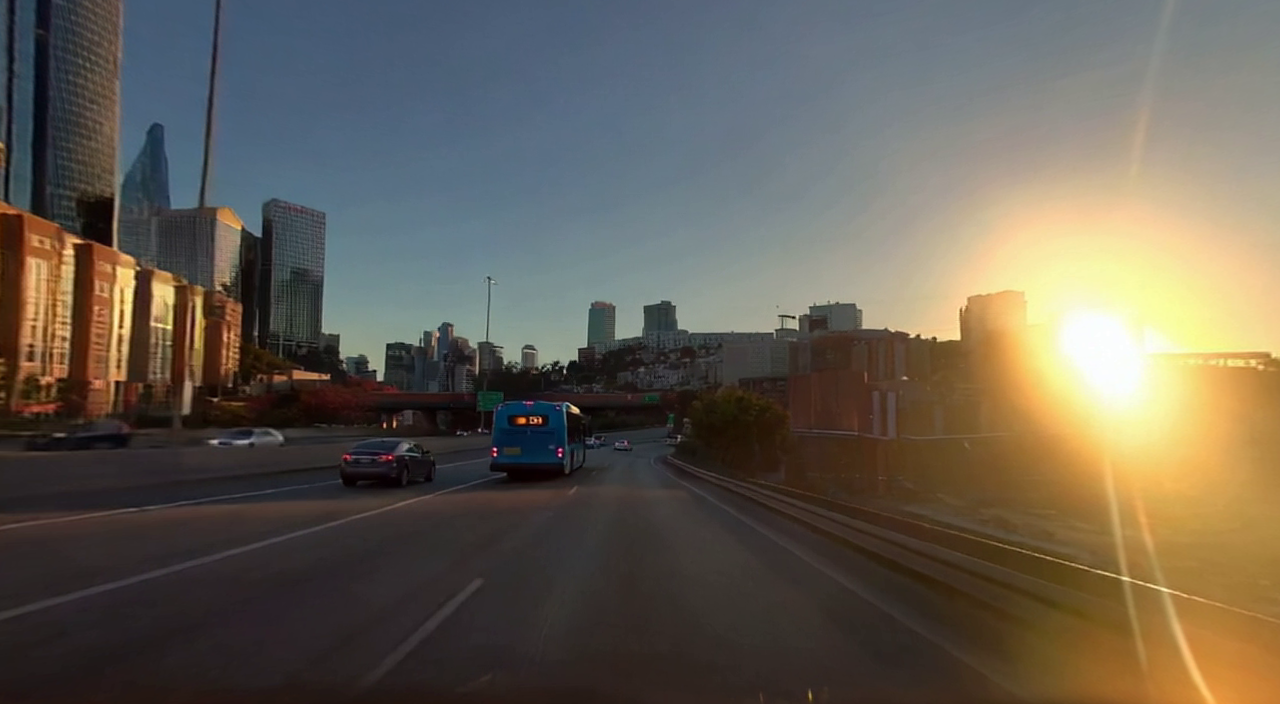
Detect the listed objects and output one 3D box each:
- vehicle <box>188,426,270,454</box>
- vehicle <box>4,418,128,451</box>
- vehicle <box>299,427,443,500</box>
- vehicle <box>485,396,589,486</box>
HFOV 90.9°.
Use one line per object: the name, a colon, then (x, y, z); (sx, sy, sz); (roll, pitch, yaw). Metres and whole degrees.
vehicle: (-24.463, 5.281, 37.701); (1.843, 1.533, 4.083); (-1, -9, 6)
vehicle: (-31.979, 4.676, 35.357); (1.840, 1.662, 5.052); (-1, -9, 6)
vehicle: (-7.099, 2.996, 17.262); (1.993, 1.690, 4.450); (0, -9, -1)
vehicle: (-3.710, 3.614, 24.913); (2.888, 2.944, 8.373); (0, -10, -1)
